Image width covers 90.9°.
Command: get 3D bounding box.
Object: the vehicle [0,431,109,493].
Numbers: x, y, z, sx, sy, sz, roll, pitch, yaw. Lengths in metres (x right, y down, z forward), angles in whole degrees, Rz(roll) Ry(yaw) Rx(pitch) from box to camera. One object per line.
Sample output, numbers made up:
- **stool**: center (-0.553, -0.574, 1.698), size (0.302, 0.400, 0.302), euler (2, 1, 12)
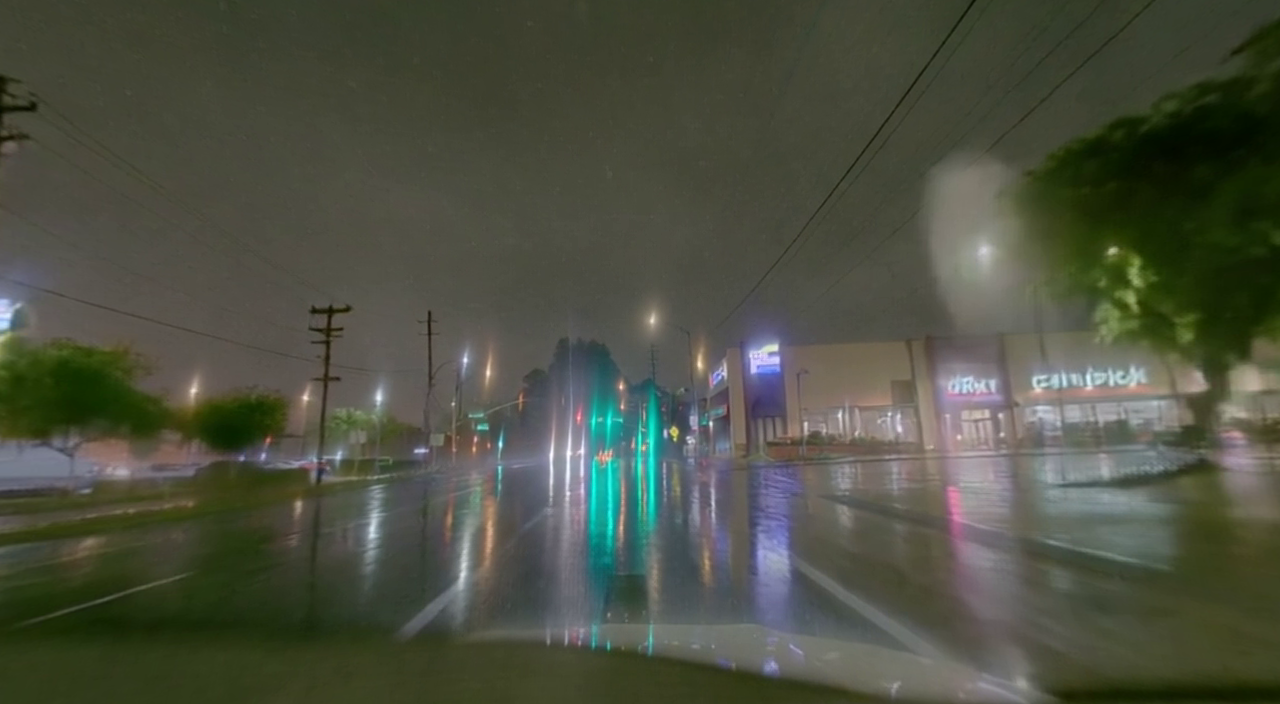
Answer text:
- **vehicle**: center (-40.447, 6.950, 40.072), size (9.636, 3.788, 2.949), euler (2, -9, -10)
